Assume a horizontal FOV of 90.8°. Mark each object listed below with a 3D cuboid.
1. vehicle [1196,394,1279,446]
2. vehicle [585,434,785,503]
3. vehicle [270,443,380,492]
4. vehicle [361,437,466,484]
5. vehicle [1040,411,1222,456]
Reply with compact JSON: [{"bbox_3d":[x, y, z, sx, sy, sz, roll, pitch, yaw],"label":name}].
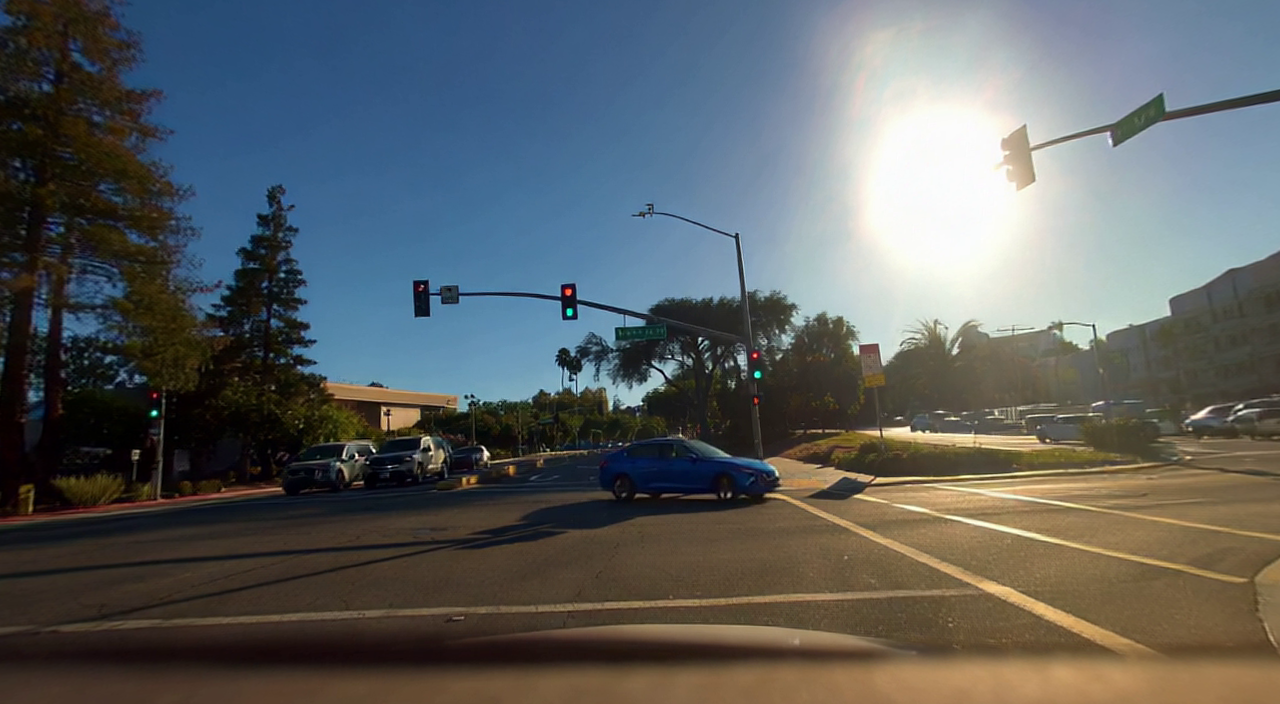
[{"bbox_3d":[24.603,2.784,24.998,2.098,1.857,4.861,-3,-9,20],"label":"vehicle"},{"bbox_3d":[1.035,2.849,15.844,4.592,1.470,2.071,-7,-11,37],"label":"vehicle"},{"bbox_3d":[-13.776,5.066,28.067,2.306,1.957,4.968,0,-9,-1],"label":"vehicle"},{"bbox_3d":[-10.145,4.919,28.979,2.664,1.940,5.702,0,-9,0],"label":"vehicle"},{"bbox_3d":[16.946,2.905,22.116,4.560,1.453,1.851,-3,-9,18],"label":"vehicle"}]
